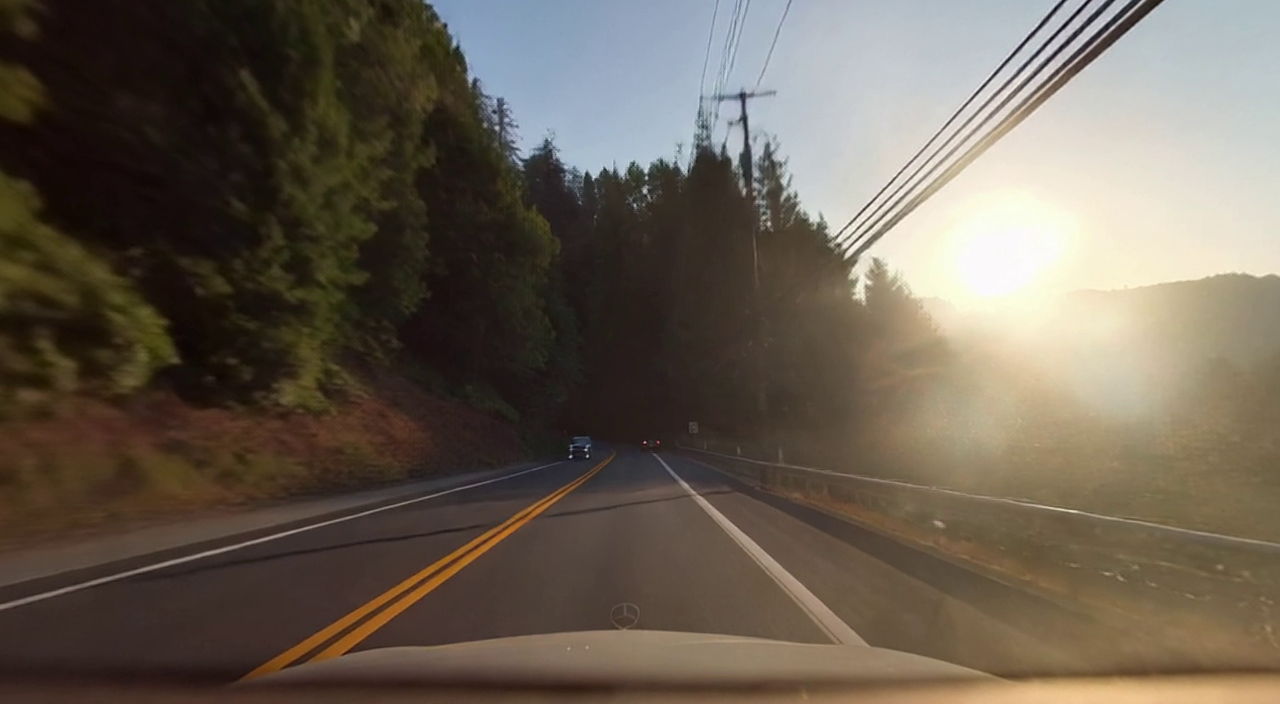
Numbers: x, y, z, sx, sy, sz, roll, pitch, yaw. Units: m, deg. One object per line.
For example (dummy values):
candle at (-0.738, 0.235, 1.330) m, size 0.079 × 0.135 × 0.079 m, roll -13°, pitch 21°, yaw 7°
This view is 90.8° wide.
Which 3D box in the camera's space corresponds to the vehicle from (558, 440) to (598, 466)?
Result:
vehicle at (-4.498, 7.459, 46.912) m, size 2.172 × 1.744 × 6.543 m, roll -2°, pitch -8°, yaw 1°
